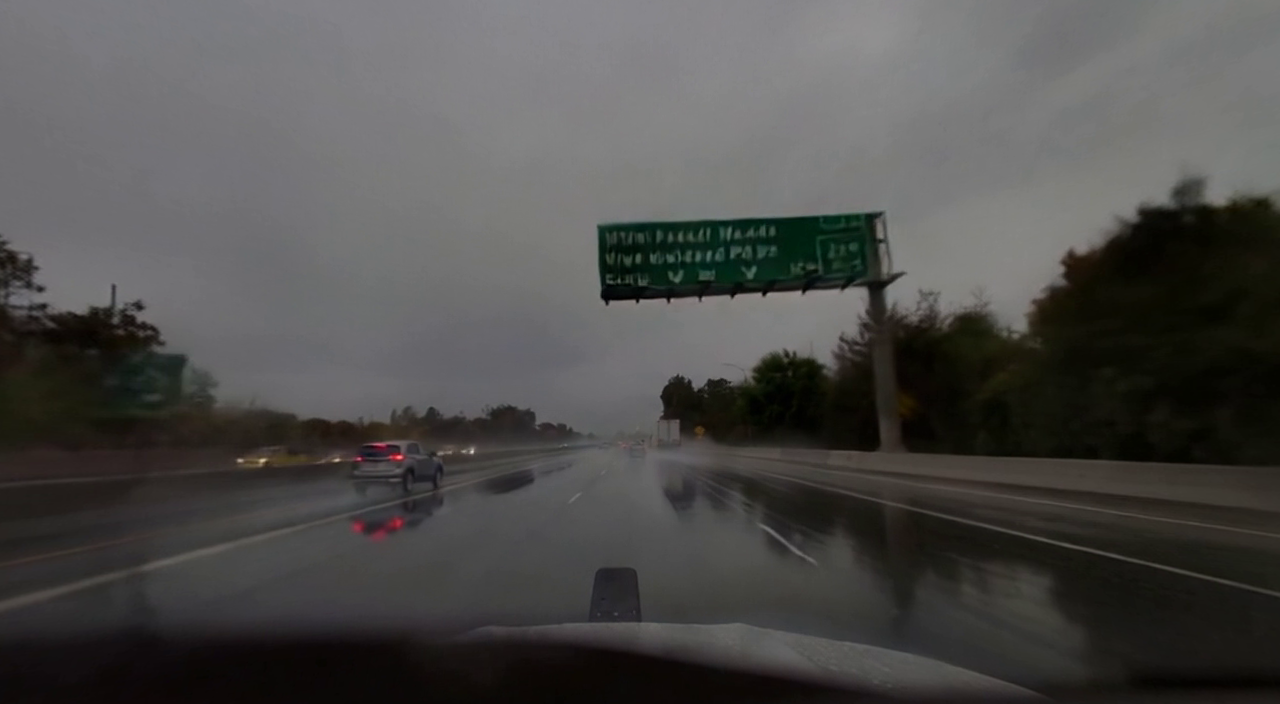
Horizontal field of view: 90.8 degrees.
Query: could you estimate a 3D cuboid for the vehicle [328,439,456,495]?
[{"bbox_3d":[-7.273,3.407,19.123,2.033,1.494,4.508,0,-9,0],"label":"vehicle"}]
